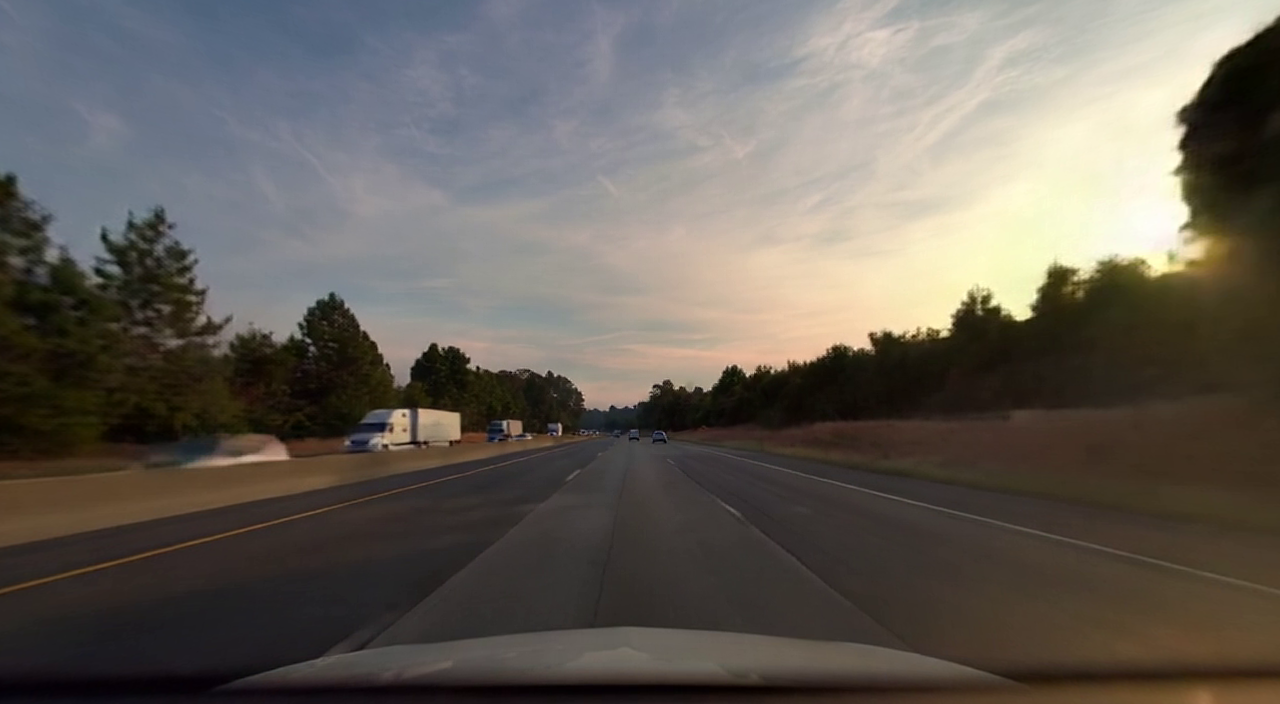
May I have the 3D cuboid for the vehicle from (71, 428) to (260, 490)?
[{"bbox_3d":[-12.833,2.880,17.444,1.871,1.479,4.391,0,-8,-1],"label":"vehicle"}]
